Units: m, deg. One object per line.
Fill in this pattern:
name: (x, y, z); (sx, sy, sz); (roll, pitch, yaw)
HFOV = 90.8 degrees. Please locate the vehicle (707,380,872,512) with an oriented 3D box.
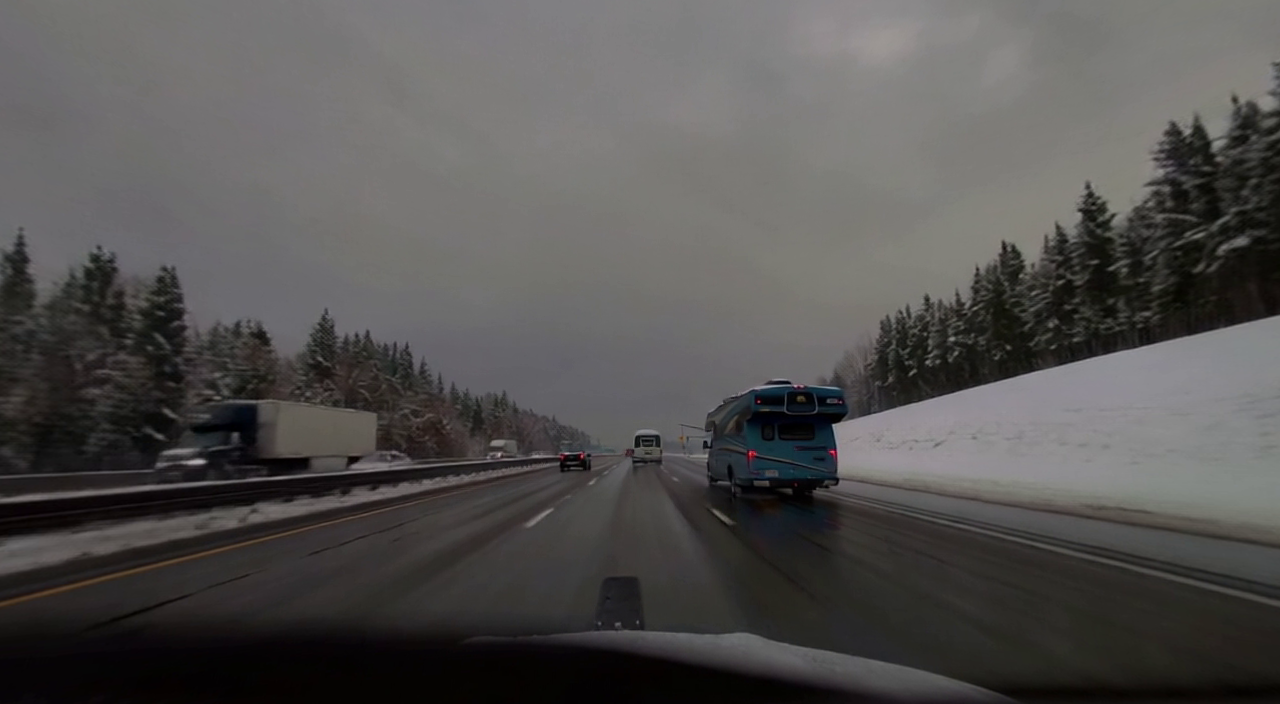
vehicle: (3.683, 2.620, 17.631); (2.607, 2.910, 7.252); (0, -9, -2)

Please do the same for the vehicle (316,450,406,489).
vehicle: (-11.322, 4.771, 25.923); (1.813, 1.457, 3.906); (0, -9, 1)

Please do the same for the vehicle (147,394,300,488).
vehicle: (-19.407, 4.247, 29.972); (2.988, 4.013, 5.863); (0, -9, 1)

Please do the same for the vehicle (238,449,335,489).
vehicle: (-15.166, 5.005, 27.330); (1.908, 1.598, 3.831); (0, -9, 1)

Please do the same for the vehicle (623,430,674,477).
vehicle: (0.440, 5.449, 34.071); (2.524, 2.310, 4.986); (0, -9, 0)

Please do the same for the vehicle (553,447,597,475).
vehicle: (-3.650, 6.223, 36.230); (1.959, 1.502, 4.559); (0, -9, 1)
